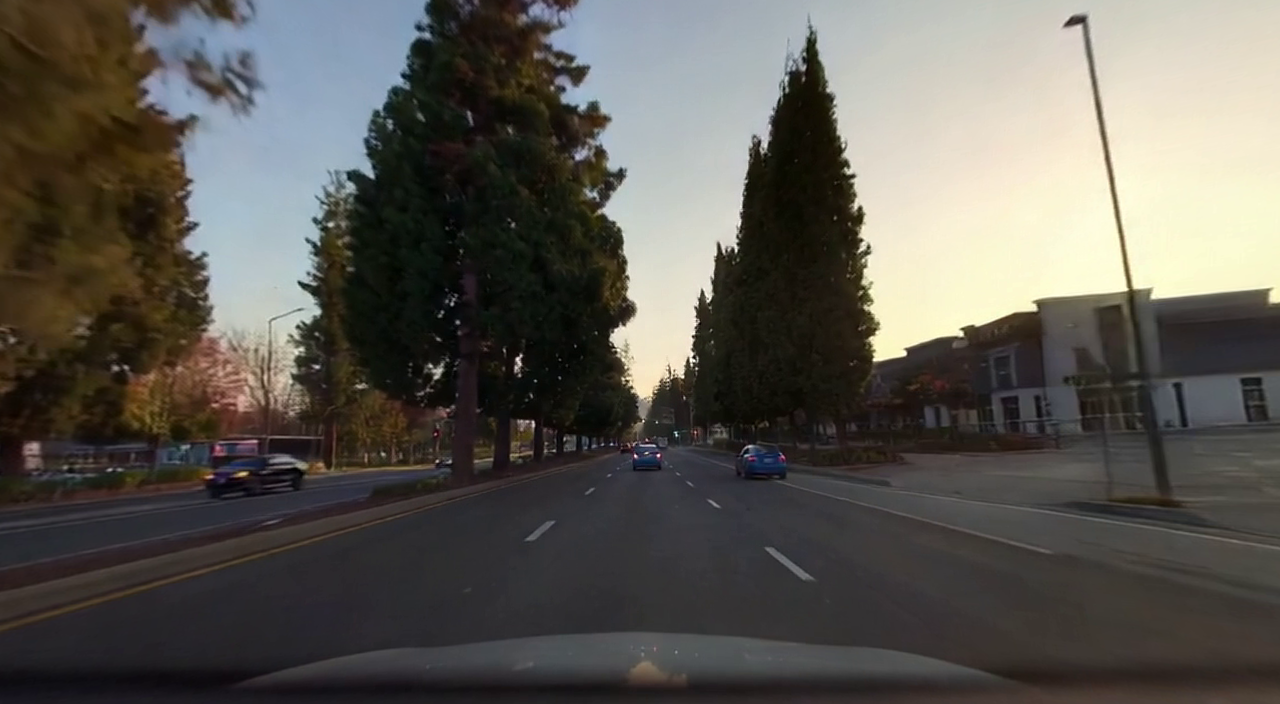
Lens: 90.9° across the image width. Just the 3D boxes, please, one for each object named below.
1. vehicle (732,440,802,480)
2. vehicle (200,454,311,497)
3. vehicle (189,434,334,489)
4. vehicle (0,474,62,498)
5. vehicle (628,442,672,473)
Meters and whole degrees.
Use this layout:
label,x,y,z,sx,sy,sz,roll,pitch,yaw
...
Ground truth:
label,x,y,z,sx,sy,sz,roll,pitch,yaw
vehicle,5.167,4.455,26.256,2.067,1.497,4.327,0,-8,1
vehicle,-17.617,5.653,29.248,1.984,1.698,4.885,-1,-8,1
vehicle,-28.773,8.370,48.908,3.375,3.684,11.176,-1,-9,6
vehicle,-41.321,8.942,42.152,1.641,1.376,3.792,-1,-9,2
vehicle,0.477,5.507,33.131,2.144,1.505,4.128,0,-8,0
